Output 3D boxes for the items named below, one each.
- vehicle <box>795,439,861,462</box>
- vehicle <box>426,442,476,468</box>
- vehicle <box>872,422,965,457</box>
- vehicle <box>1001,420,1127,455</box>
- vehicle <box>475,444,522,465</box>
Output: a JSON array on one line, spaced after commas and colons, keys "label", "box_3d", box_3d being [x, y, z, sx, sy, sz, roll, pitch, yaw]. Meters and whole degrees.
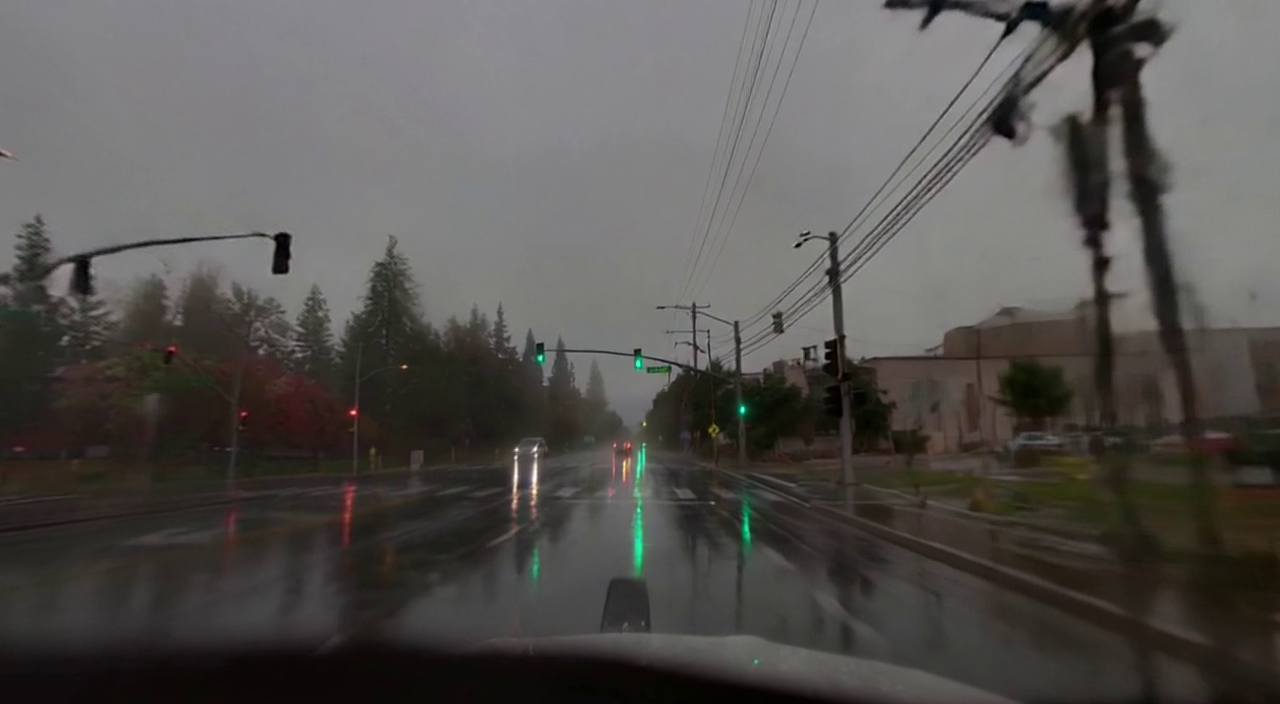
[{"label": "vehicle", "box_3d": [13.913, 7.313, 46.965, 1.897, 1.532, 4.694, 2, -8, -26]}, {"label": "vehicle", "box_3d": [-14.426, 7.868, 48.476, 2.112, 1.880, 4.479, -1, -8, 5]}, {"label": "vehicle", "box_3d": [20.135, 6.487, 45.970, 2.609, 2.332, 5.734, 5, -11, -25]}, {"label": "vehicle", "box_3d": [26.599, 5.443, 39.863, 2.370, 2.038, 6.186, 4, -9, -22]}, {"label": "vehicle", "box_3d": [-10.980, 8.001, 49.320, 2.090, 1.519, 4.919, -1, -8, 6]}]
